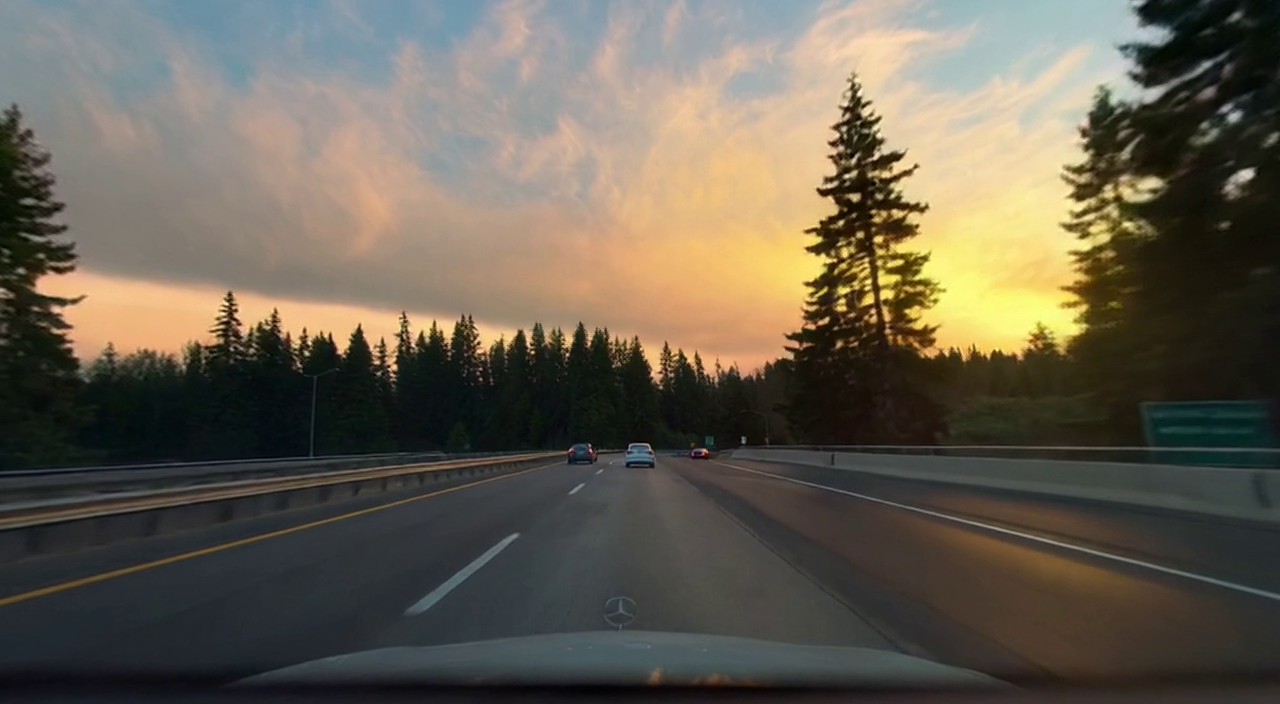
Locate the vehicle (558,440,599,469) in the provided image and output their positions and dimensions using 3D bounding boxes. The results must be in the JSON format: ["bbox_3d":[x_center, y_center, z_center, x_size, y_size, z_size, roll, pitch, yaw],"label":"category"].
[{"bbox_3d":[-3.900,6.603,40.626,2.130,1.741,4.665,0,-8,1],"label":"vehicle"}]

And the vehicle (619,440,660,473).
[{"bbox_3d":[-0.034,5.673,34.420,2.130,1.684,3.826,0,-8,0],"label":"vehicle"}]
